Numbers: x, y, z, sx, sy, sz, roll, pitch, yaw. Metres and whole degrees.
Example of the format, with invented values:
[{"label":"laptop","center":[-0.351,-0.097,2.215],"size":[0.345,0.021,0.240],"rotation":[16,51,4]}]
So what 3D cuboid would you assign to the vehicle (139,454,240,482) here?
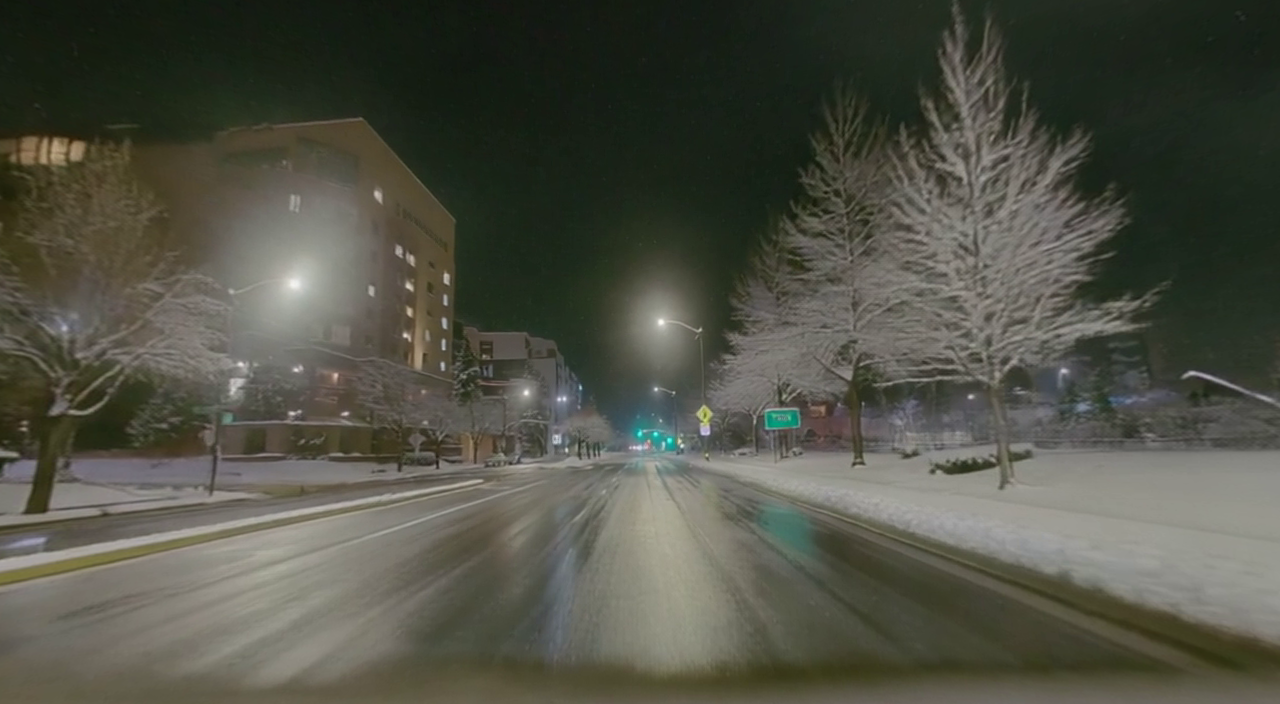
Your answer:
[{"label":"vehicle","center":[-29.214,7.553,40.967],"size":[4.899,1.535,1.926],"rotation":[-1,-10,-6]}]
